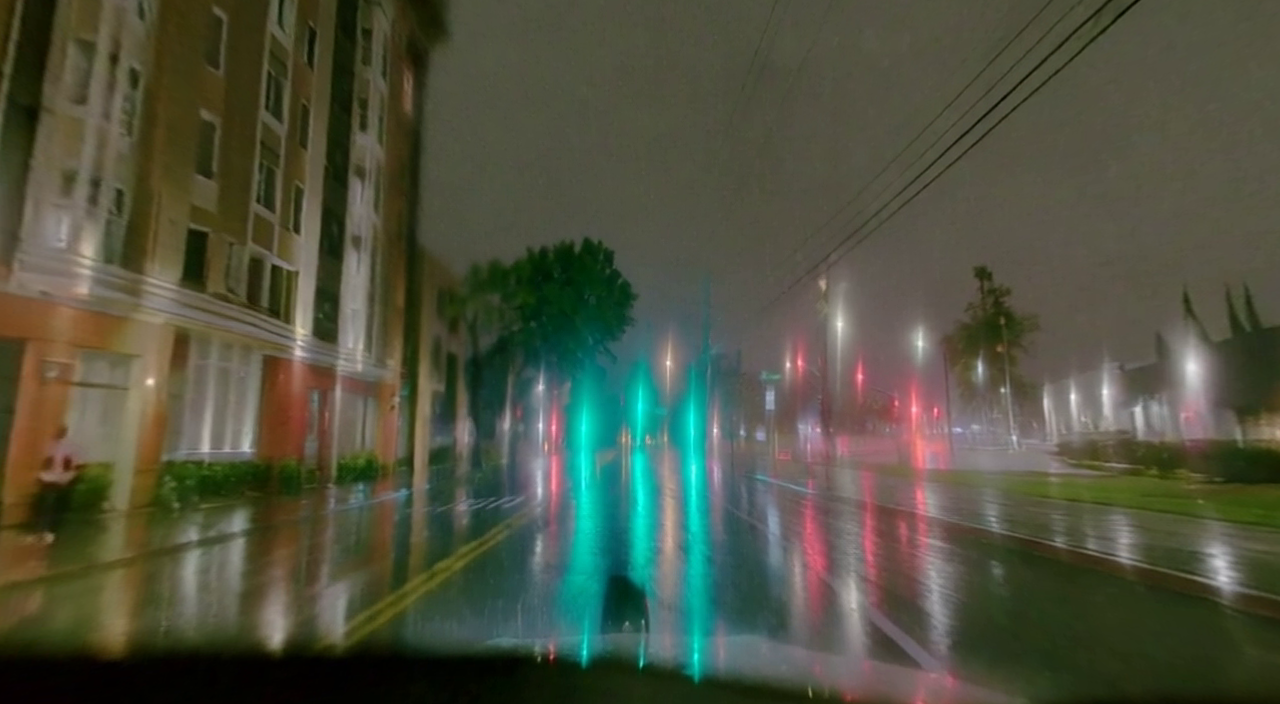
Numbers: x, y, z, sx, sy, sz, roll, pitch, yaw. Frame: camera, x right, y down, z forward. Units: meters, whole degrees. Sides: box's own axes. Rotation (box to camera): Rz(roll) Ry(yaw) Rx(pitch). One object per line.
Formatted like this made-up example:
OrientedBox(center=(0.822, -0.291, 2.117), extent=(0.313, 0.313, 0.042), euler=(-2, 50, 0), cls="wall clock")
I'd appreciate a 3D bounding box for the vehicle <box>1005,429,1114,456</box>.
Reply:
OrientedBox(center=(28.697, 6.231, 43.299), extent=(1.981, 1.712, 5.765), euler=(6, -10, -38), cls="vehicle")
